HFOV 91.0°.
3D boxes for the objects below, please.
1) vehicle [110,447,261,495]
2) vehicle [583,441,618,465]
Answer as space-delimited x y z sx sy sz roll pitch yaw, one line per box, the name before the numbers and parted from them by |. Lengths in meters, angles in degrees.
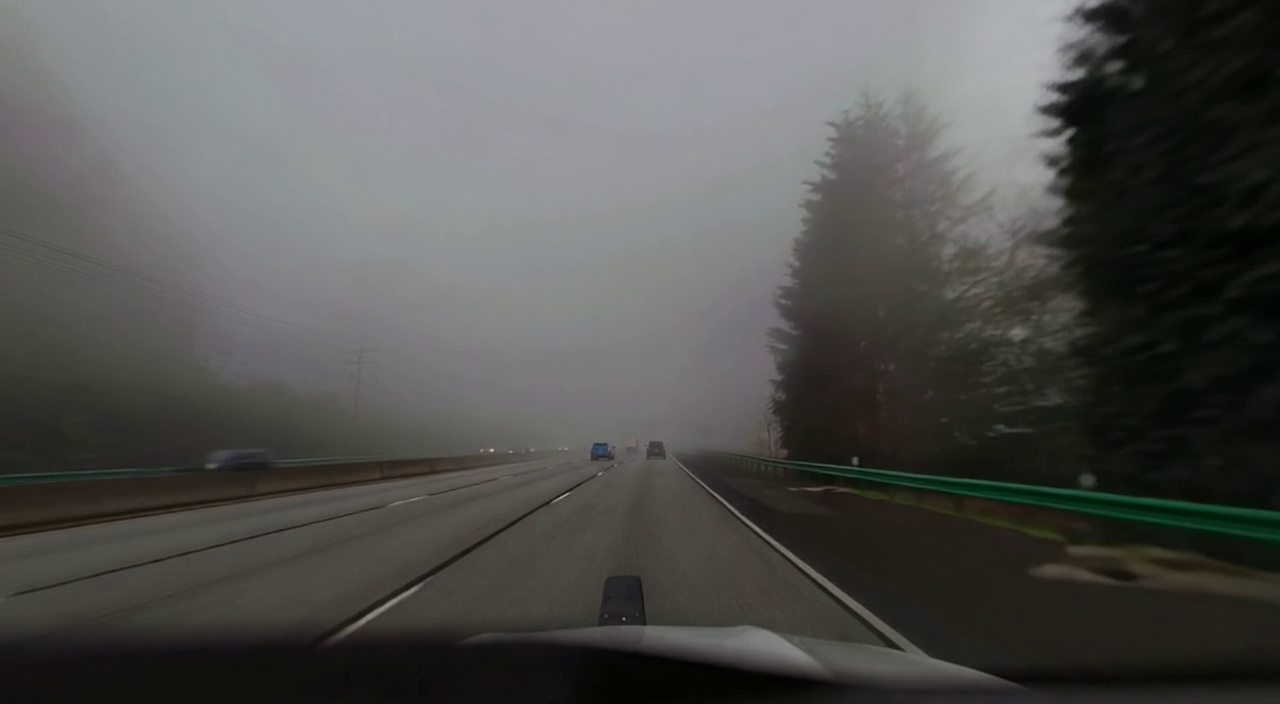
vehicle | -16.041 4.185 22.585 2.069 1.485 4.453 0 -8 1
vehicle | -2.717 7.010 43.903 2.021 1.515 4.453 0 -8 2
